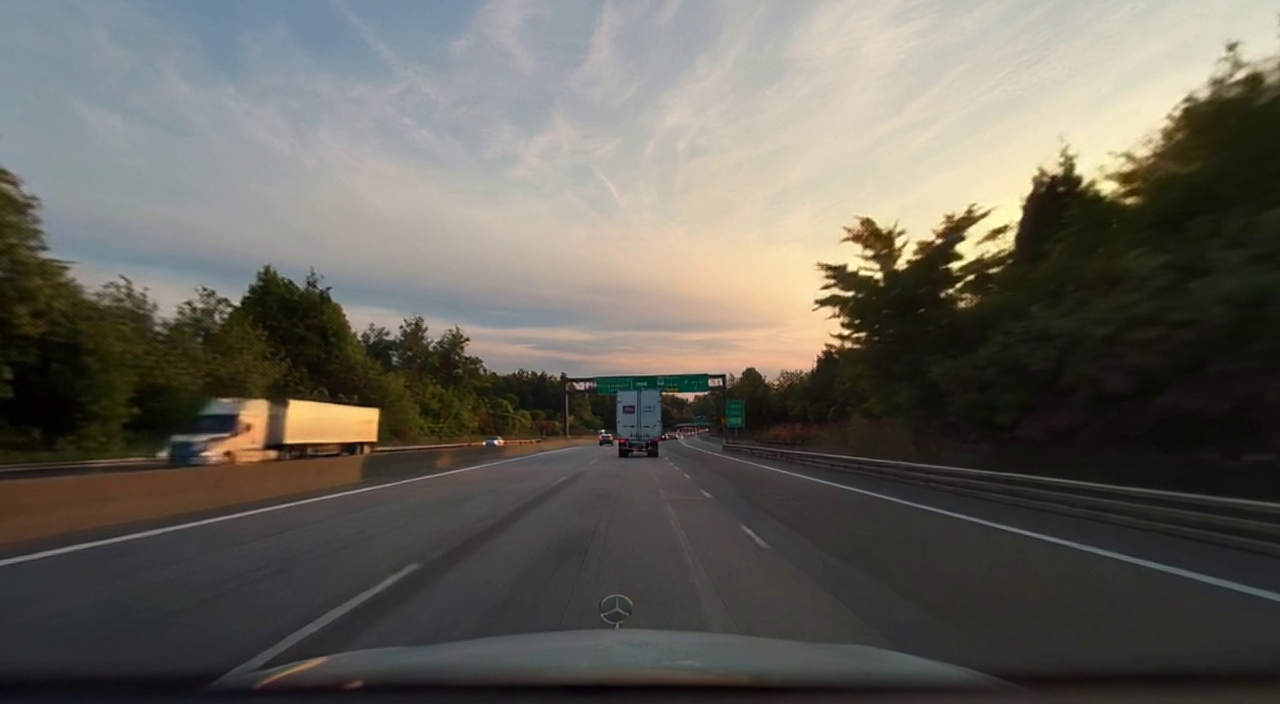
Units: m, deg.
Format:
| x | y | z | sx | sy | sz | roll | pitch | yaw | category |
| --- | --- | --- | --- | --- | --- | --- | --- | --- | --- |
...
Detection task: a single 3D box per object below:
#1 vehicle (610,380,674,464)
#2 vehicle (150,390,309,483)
| x | y | z | sx | sy | sz | roll | pitch | yaw | category |
| --- | --- | --- | --- | --- | --- | --- | --- | --- | --- |
| 0.020 | 3.730 | 32.790 | 2.855 | 3.741 | 8.587 | 0 | -8 | -1 | vehicle |
| -17.767 | 3.732 | 27.874 | 2.908 | 3.635 | 5.923 | 0 | -8 | 0 | vehicle |
